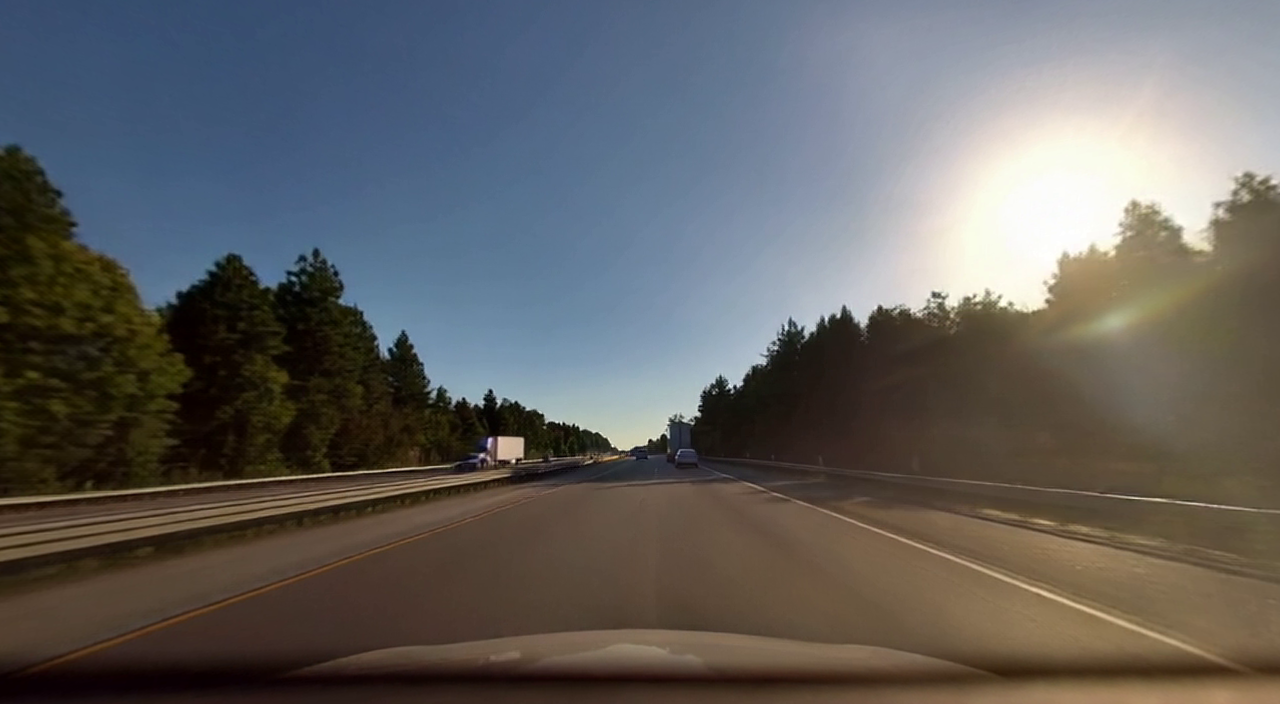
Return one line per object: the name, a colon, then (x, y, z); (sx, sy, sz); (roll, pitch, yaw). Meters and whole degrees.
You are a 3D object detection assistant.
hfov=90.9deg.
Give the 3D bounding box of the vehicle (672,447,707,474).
vehicle: (3.172, 7.039, 41.251); (2.096, 1.653, 4.185); (0, -9, 2)
